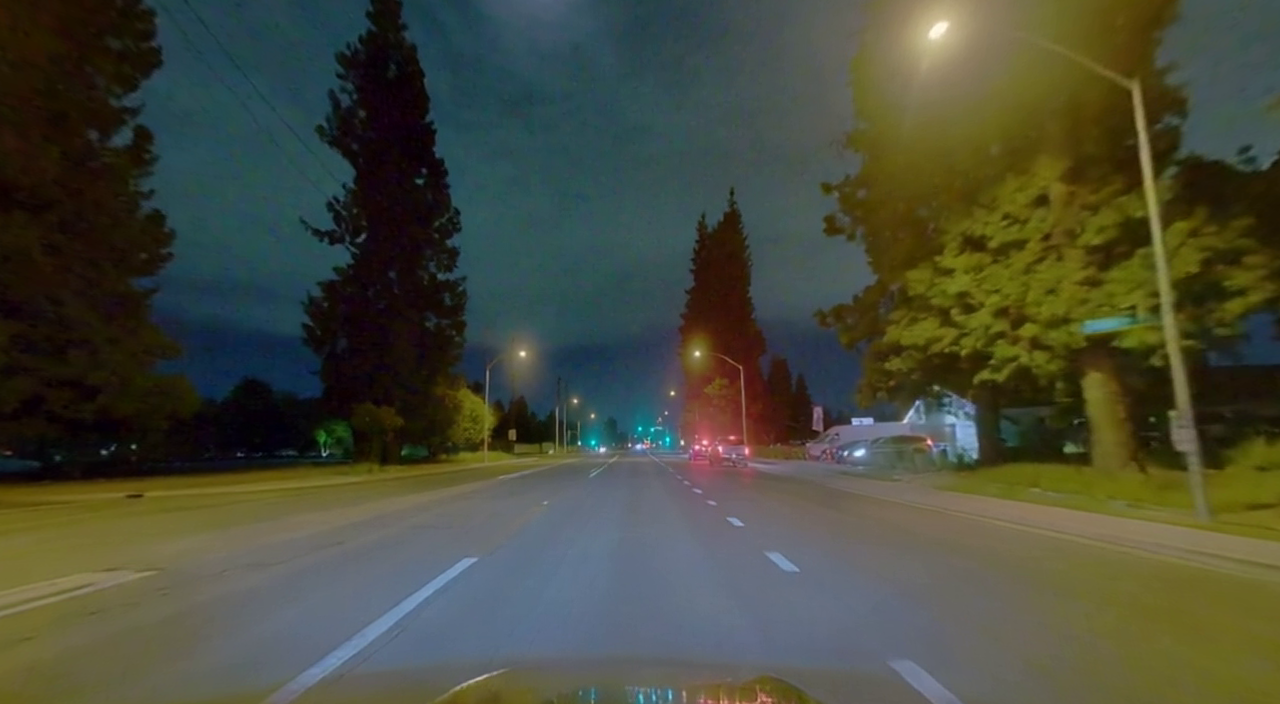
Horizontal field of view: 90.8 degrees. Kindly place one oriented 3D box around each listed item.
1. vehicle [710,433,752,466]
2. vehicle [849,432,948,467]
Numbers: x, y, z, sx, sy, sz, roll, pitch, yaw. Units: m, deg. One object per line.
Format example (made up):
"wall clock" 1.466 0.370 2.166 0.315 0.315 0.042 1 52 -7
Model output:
"vehicle" 6.315 6.850 44.595 2.275 2.132 5.726 0 -9 1
"vehicle" 14.394 5.450 35.358 4.637 1.842 2.016 0 -9 2
